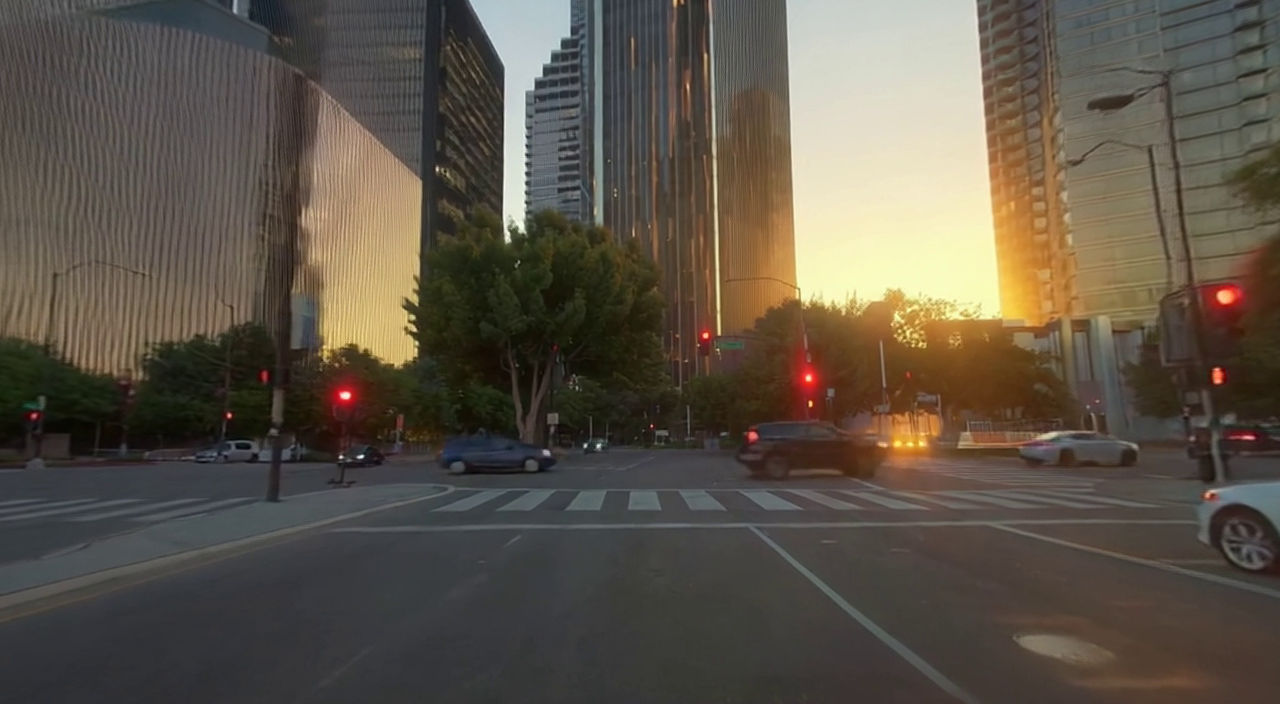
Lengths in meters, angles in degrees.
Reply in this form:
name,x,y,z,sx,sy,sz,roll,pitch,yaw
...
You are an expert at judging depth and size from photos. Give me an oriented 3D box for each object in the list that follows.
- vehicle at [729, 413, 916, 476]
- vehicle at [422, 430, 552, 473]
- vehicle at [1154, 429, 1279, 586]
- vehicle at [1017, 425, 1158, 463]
name,x,y,z,sx,sy,sz,roll,pitch,yaw
vehicle,6.074,3.141,21.553,5.659,1.967,2.149,0,-8,-5
vehicle,-5.614,3.704,23.642,4.482,1.492,1.805,0,-9,-5
vehicle,7.126,1.323,4.975,1.936,1.489,4.885,0,-8,-2
vehicle,18.318,3.770,25.970,4.503,1.475,1.789,0,-9,-5
